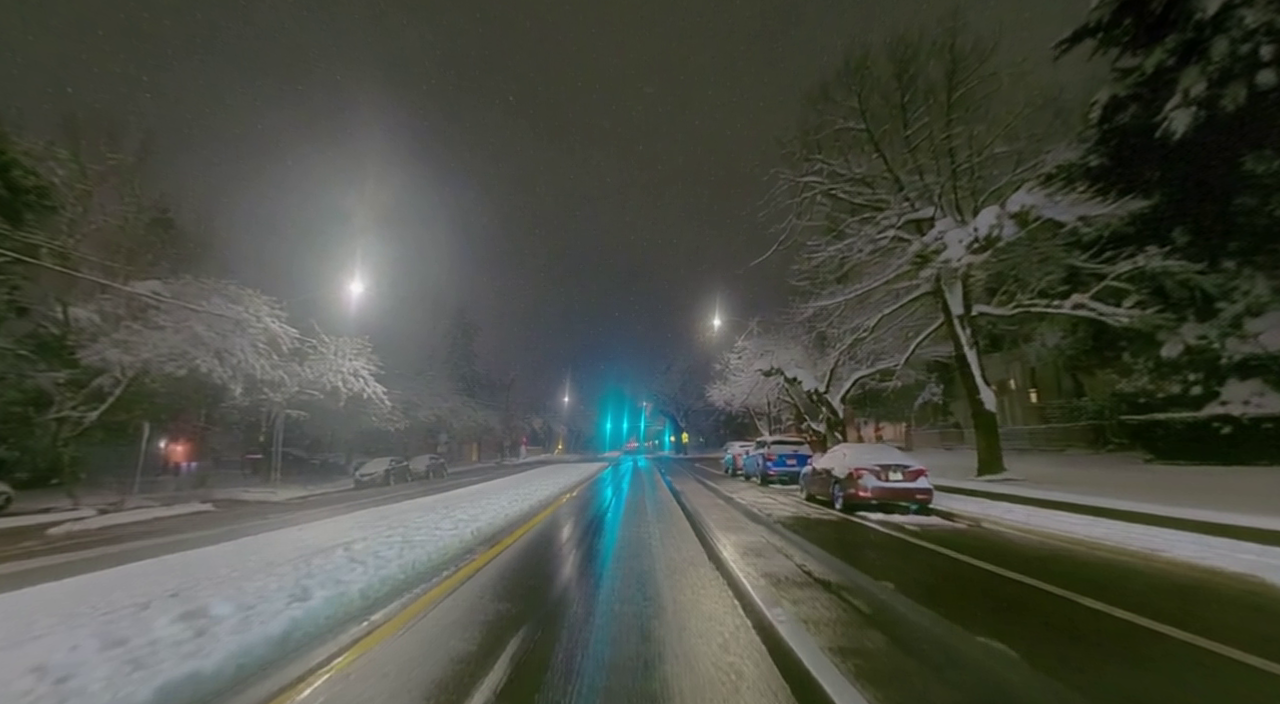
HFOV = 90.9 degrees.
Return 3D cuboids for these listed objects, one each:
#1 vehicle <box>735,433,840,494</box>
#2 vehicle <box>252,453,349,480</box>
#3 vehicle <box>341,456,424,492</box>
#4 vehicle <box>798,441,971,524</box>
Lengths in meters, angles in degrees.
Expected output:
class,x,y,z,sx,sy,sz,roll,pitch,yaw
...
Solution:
class,x,y,z,sx,sy,sz,roll,pitch,yaw
vehicle,4.796,3.691,21.424,2.218,1.789,5.146,0,-8,-1
vehicle,-20.809,7.011,38.755,4.715,1.560,2.131,0,-9,-1
vehicle,-12.482,5.921,30.905,1.983,1.513,4.662,-1,-9,1
vehicle,4.890,2.637,13.438,1.928,1.431,4.570,0,-8,1
